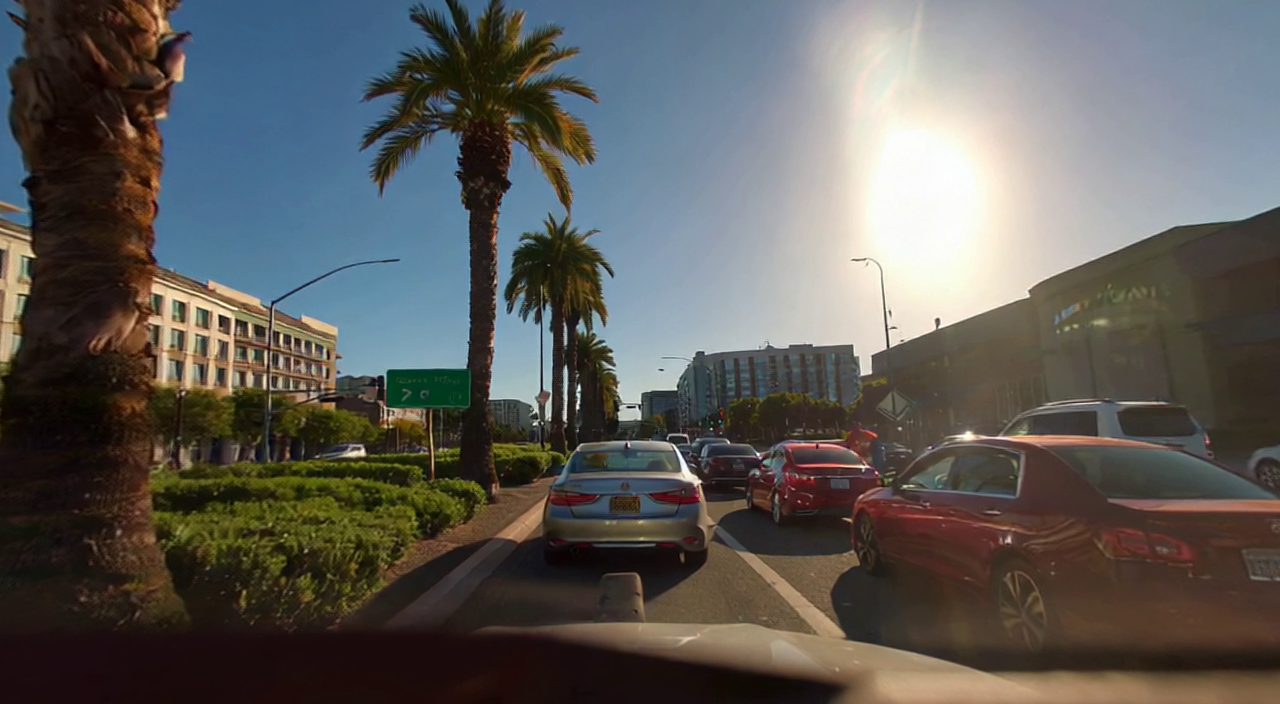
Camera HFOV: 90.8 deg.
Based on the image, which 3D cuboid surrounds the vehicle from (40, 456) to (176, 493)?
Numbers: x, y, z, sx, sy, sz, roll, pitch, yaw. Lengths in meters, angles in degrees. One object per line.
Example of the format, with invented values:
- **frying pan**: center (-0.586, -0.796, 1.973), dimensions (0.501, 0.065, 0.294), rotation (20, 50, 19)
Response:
- **vehicle**: center (-23.685, 5.440, 28.442), dimensions (1.972, 1.425, 4.765), rotation (0, -8, 0)

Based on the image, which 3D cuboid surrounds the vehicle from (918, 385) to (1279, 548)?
- **vehicle**: center (7.207, 1.876, 10.921), dimensions (2.254, 2.072, 5.577), rotation (0, -8, 0)

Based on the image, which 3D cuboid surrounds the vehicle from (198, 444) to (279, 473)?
- **vehicle**: center (-28.304, 7.493, 44.818), dimensions (2.115, 1.884, 5.481), rotation (0, -8, 0)

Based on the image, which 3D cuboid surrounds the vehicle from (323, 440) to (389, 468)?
- **vehicle**: center (-20.692, 7.434, 46.301), dimensions (2.306, 1.880, 5.537), rotation (0, -8, 0)

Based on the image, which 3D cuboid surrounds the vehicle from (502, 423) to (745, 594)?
- **vehicle**: center (-0.163, 1.687, 7.642), dimensions (2.158, 1.498, 3.919), rotation (0, -8, 0)

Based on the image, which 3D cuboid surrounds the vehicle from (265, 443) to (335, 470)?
- **vehicle**: center (-23.964, 7.358, 44.780), dimensions (2.055, 1.759, 5.200), rotation (0, -8, 1)

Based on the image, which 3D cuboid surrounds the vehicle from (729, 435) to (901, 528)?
- **vehicle**: center (3.088, 2.377, 12.252), dimensions (1.925, 1.451, 4.436), rotation (0, -8, -2)
